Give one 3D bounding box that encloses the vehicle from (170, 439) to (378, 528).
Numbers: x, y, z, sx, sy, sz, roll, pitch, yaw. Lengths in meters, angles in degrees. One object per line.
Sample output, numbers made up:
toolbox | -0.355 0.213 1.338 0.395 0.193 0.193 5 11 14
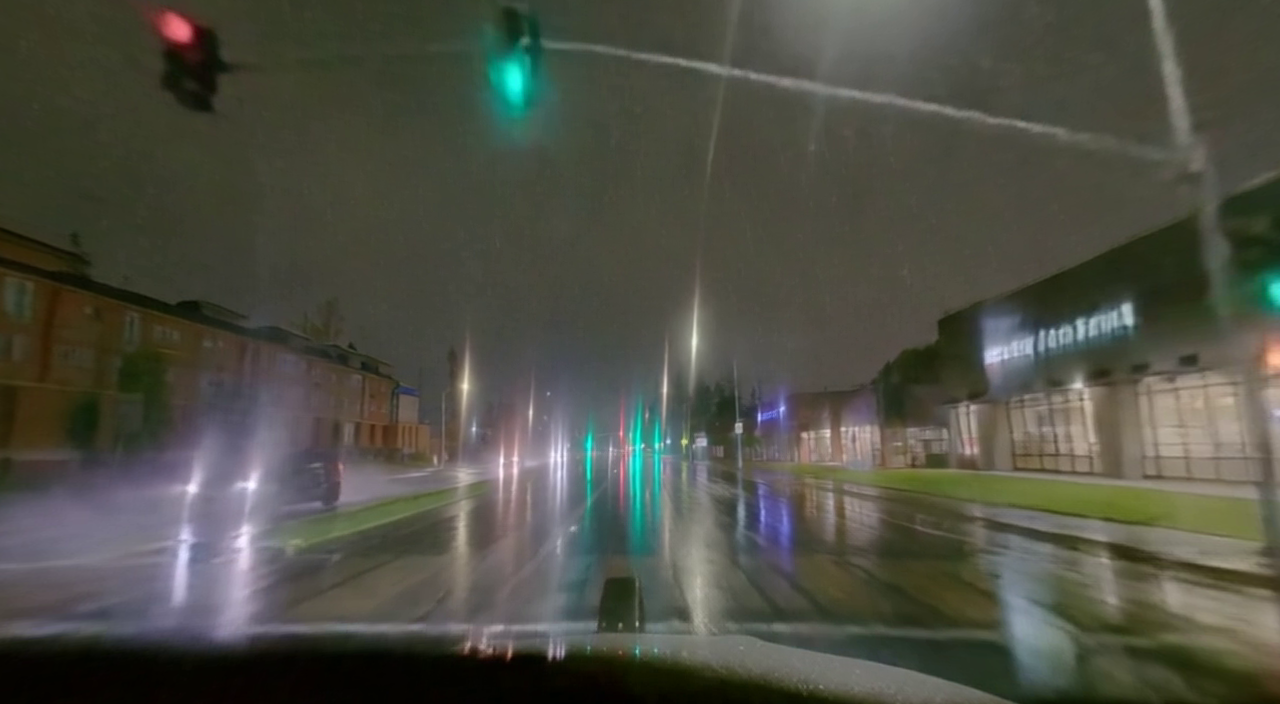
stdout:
vehicle | -7.657 2.818 13.875 2.011 1.490 4.472 -3 -10 -2
